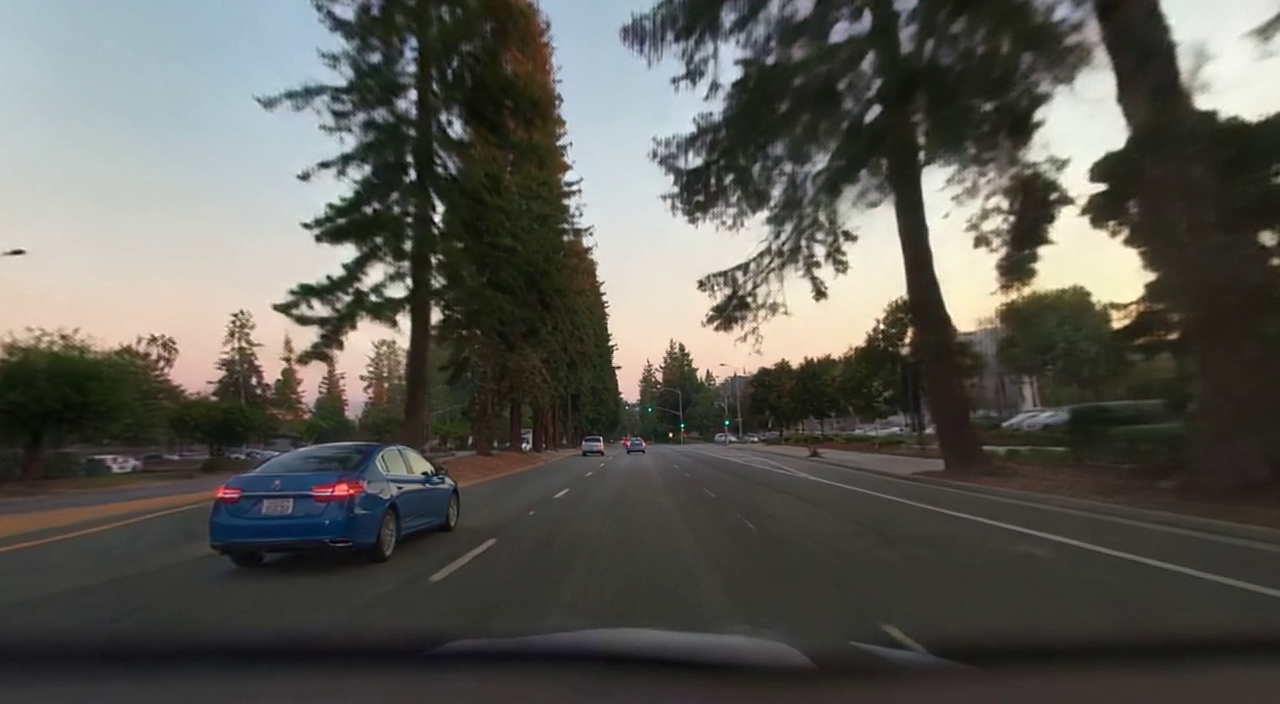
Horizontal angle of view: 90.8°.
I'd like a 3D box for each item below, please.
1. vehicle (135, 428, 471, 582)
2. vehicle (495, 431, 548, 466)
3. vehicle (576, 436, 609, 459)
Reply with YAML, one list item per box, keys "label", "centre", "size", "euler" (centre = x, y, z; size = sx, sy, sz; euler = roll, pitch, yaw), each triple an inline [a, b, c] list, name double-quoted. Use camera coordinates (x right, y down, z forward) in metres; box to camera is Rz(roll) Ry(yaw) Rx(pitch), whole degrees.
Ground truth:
- label: "vehicle"
  centre: [-3.741, 1.757, 8.141]
  size: [1.905, 1.418, 4.396]
  euler: [0, -8, 0]
- label: "vehicle"
  centre: [-7.414, 6.121, 40.256]
  size: [2.274, 2.040, 6.031]
  euler: [0, -8, 0]
- label: "vehicle"
  centre: [-3.531, 7.186, 47.610]
  size: [2.103, 1.592, 4.160]
  euler: [0, -8, 1]
